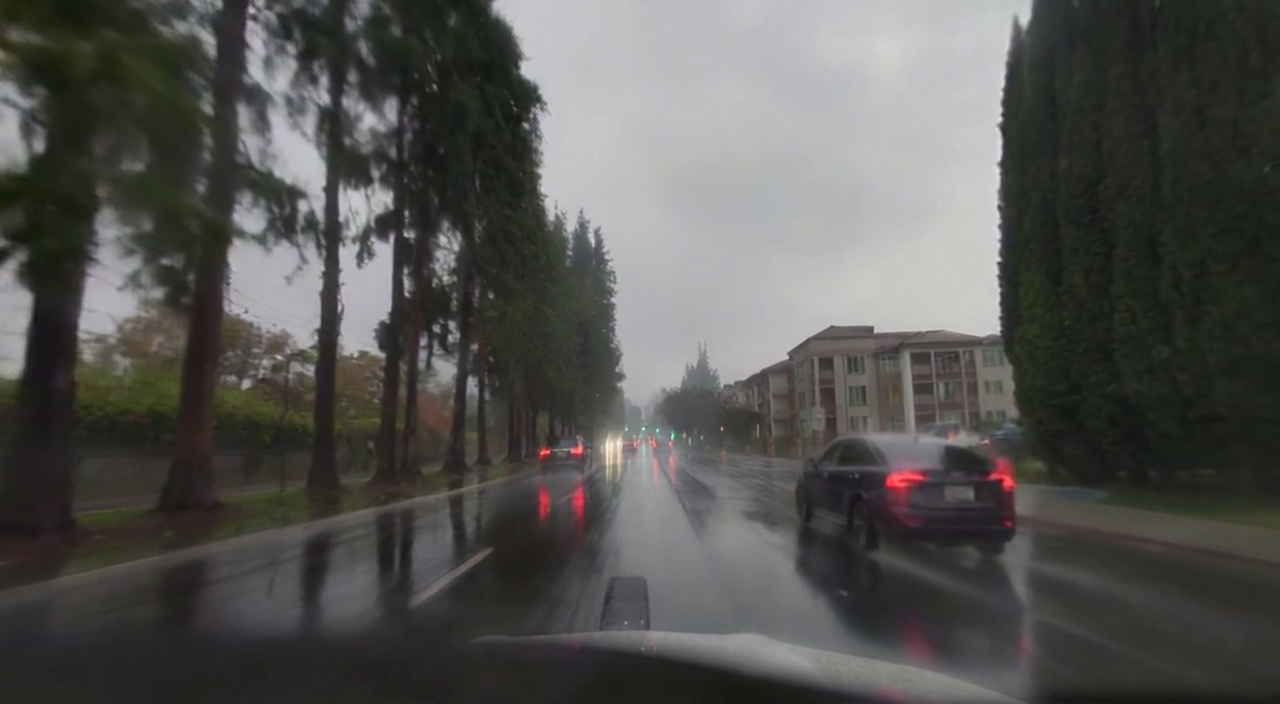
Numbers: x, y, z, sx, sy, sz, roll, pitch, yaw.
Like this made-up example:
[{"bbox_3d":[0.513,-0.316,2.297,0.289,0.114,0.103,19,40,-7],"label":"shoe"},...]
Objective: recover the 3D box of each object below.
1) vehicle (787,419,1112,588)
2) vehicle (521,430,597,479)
[{"bbox_3d":[3.354,1.710,8.009,1.945,1.530,4.320,0,-8,0],"label":"vehicle"},{"bbox_3d":[-3.218,4.201,26.177,2.216,1.828,4.886,-1,-8,3],"label":"vehicle"}]
